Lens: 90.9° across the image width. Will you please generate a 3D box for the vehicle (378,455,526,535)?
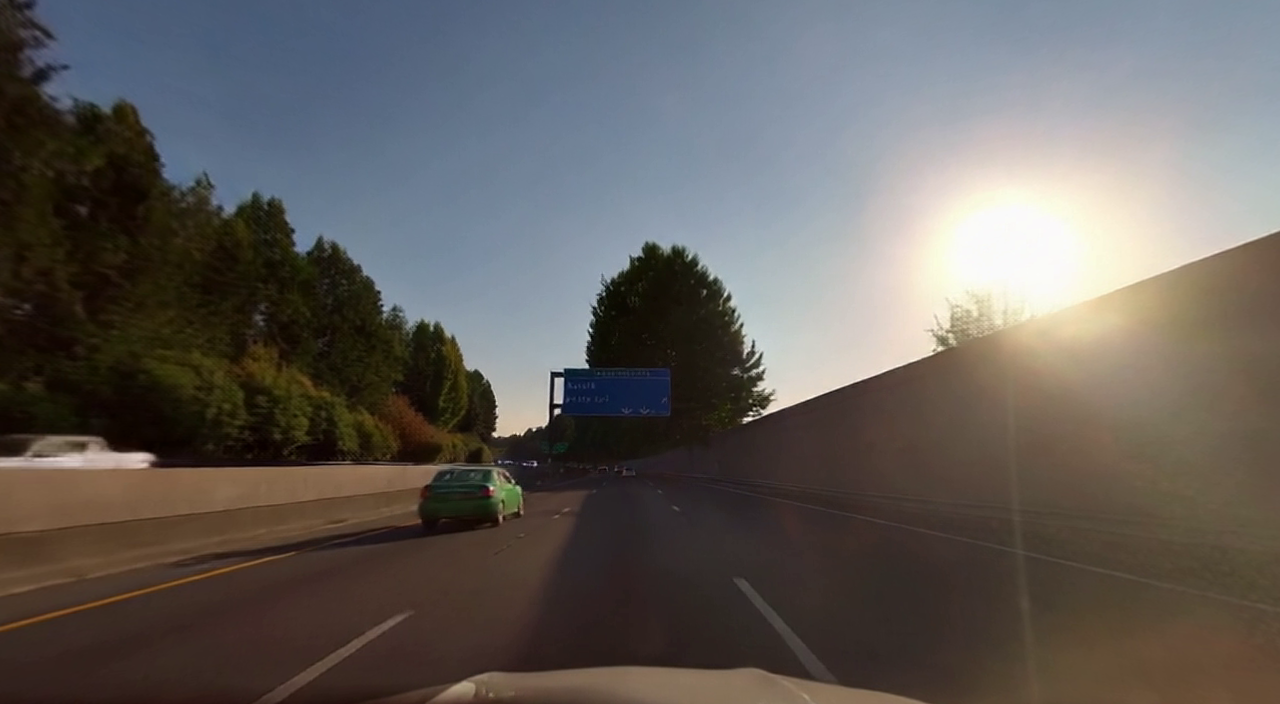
[{"bbox_3d":[-3.944,3.097,14.043,2.006,1.469,4.050,1,-10,0],"label":"vehicle"}]
